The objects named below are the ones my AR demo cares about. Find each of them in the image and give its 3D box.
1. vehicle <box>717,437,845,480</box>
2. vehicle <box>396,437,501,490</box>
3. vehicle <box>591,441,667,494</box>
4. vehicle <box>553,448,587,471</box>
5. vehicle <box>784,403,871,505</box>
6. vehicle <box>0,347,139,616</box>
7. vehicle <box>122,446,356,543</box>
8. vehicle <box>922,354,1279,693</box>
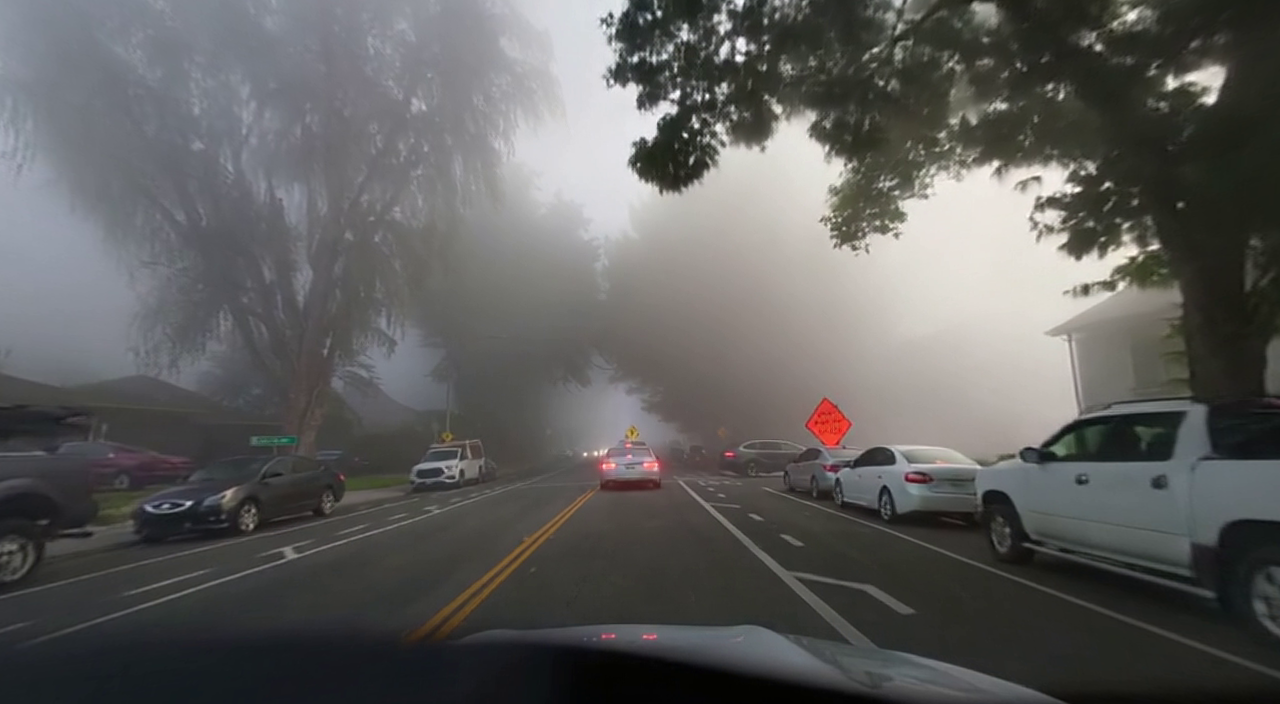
[{"bbox_3d":[6.497,4.860,28.989,5.503,1.853,2.218,-3,-9,17],"label":"vehicle"},{"bbox_3d":[-8.174,4.829,27.694,2.659,2.047,6.014,0,-9,1],"label":"vehicle"},{"bbox_3d":[-0.281,3.606,20.025,2.151,1.481,4.084,0,-9,1],"label":"vehicle"},{"bbox_3d":[-5.106,7.697,45.311,1.997,1.464,4.925,2,-9,-11],"label":"vehicle"},{"bbox_3d":[5.235,2.868,17.895,1.409,2.648,2.645,0,-8,-4],"label":"vehicle"},{"bbox_3d":[-7.620,1.194,5.636,2.526,2.631,4.228,0,-9,3],"label":"vehicle"},{"bbox_3d":[-8.056,2.844,13.313,2.036,1.676,4.440,0,-9,-1],"label":"vehicle"},{"bbox_3d":[4.837,1.220,5.135,2.279,1.946,5.925,0,-9,0],"label":"vehicle"}]
